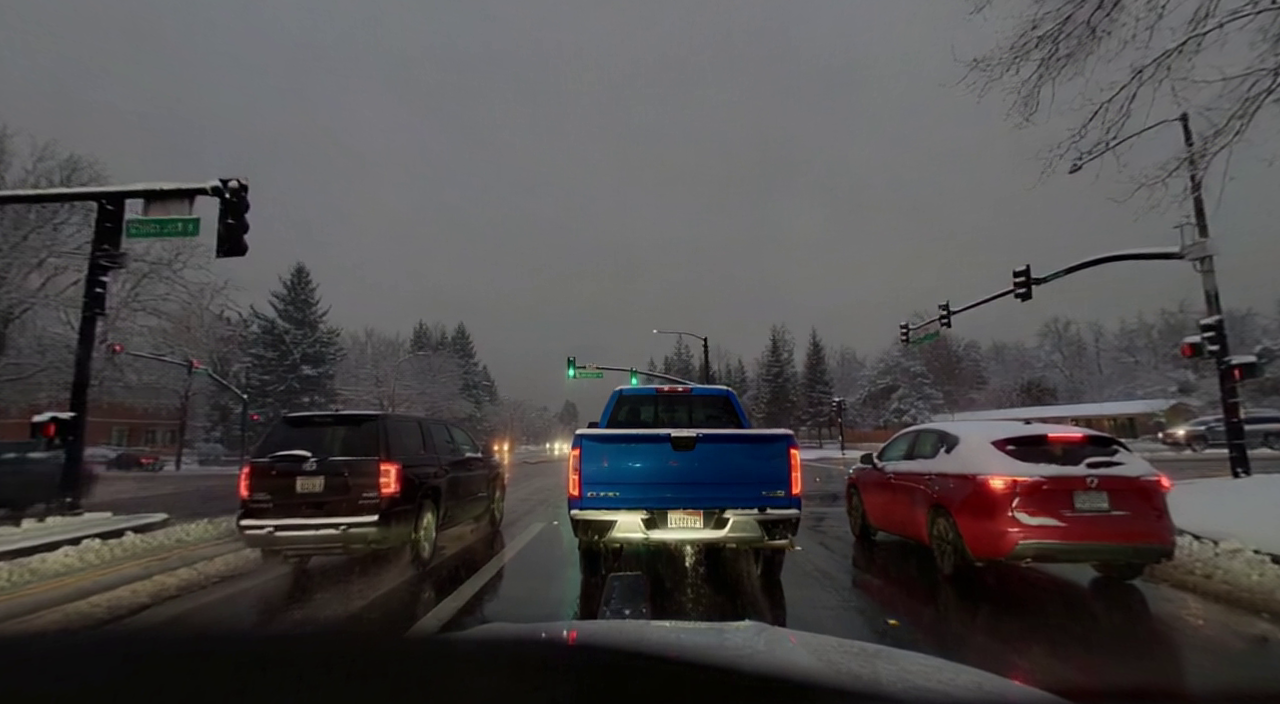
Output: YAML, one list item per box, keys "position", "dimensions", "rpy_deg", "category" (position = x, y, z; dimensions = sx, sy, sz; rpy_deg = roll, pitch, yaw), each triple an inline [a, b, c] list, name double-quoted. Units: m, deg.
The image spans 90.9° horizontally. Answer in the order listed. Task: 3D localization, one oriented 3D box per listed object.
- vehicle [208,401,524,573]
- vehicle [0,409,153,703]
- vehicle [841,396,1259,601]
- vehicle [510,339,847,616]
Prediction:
- position: [-3.270, 1.729, 8.891]
  dimensions: [2.125, 1.739, 4.707]
  rpy_deg: [0, -8, 3]
  category: "vehicle"
- position: [-3.396, 0.710, 0.664]
  dimensions: [1.998, 1.481, 4.656]
  rpy_deg: [0, -8, 1]
  category: "vehicle"
- position: [4.038, 1.509, 7.331]
  dimensions: [1.984, 1.659, 4.226]
  rpy_deg: [0, -8, 0]
  category: "vehicle"
- position: [0.326, 1.282, 7.205]
  dimensions: [2.505, 2.084, 4.768]
  rpy_deg: [0, -8, 1]
  category: "vehicle"
